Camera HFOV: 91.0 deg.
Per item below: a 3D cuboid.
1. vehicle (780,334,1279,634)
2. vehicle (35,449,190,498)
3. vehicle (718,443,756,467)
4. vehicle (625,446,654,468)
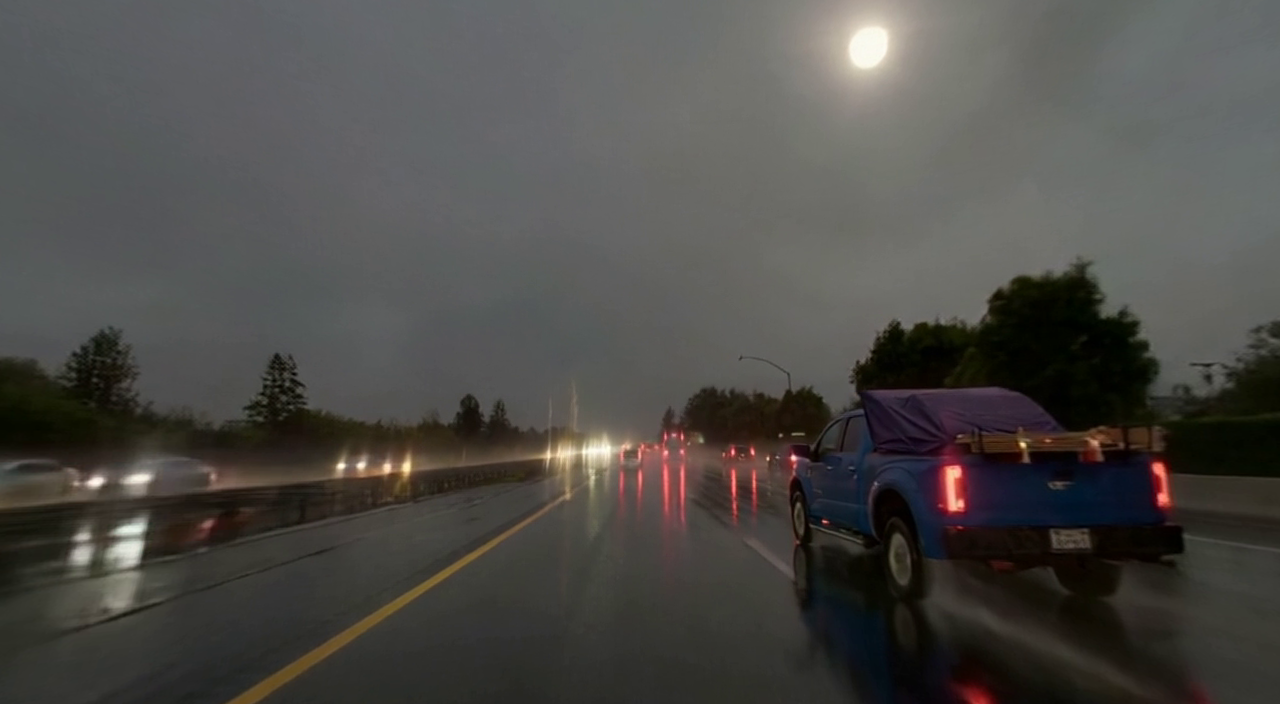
[{"bbox_3d":[3.448,1.316,7.218,2.354,2.079,5.586,0,-9,0],"label":"vehicle"},{"bbox_3d":[-21.477,4.938,26.006,2.094,1.777,4.830,0,-9,1],"label":"vehicle"},{"bbox_3d":[7.289,7.761,47.776,2.189,1.704,4.521,0,-9,0],"label":"vehicle"},{"bbox_3d":[-0.042,7.602,45.723,2.030,1.473,3.926,0,-9,0],"label":"vehicle"}]
